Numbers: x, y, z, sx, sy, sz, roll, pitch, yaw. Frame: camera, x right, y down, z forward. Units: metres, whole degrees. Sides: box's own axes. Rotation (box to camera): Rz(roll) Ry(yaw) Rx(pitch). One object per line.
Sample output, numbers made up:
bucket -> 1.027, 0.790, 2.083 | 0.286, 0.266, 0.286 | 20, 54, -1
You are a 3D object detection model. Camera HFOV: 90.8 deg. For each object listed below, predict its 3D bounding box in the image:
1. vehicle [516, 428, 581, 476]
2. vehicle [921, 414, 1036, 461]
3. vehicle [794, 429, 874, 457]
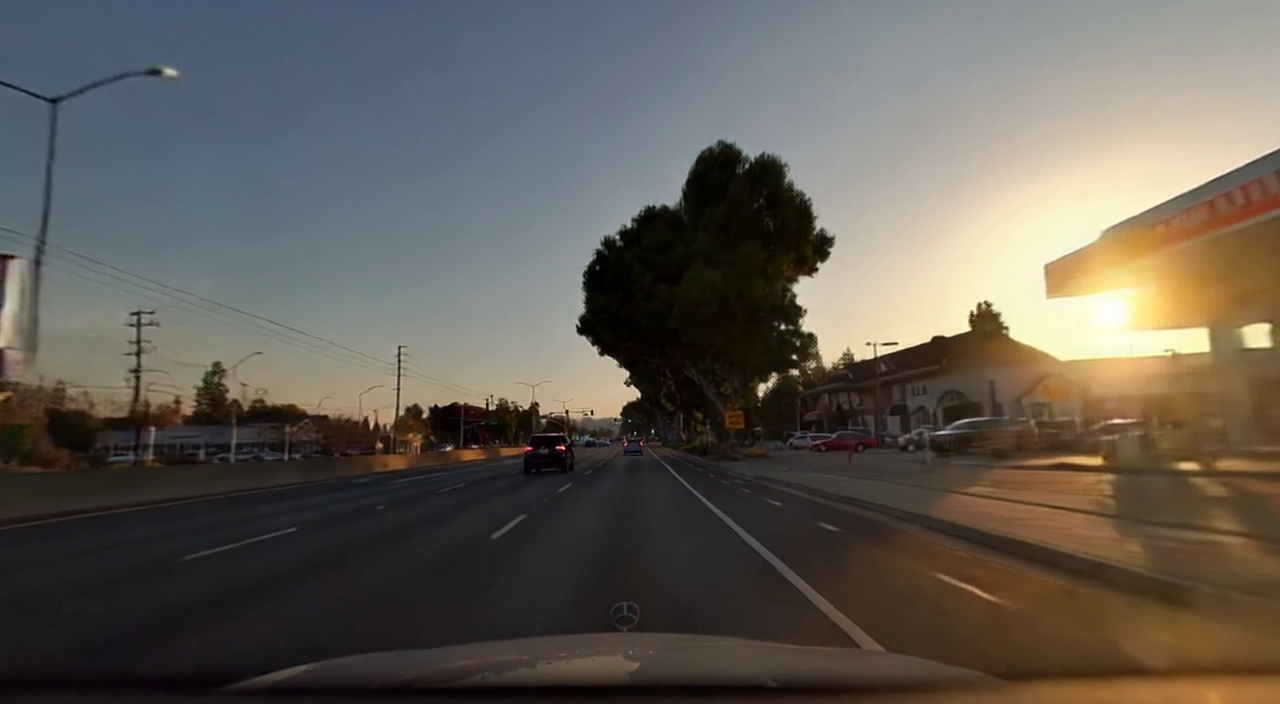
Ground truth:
vehicle -> -3.648, 4.080, 26.003 | 1.985, 1.772, 4.479 | 0, -8, 0
vehicle -> 14.347, 3.706, 27.196 | 2.041, 1.793, 5.054 | 0, -8, -2
vehicle -> 12.873, 6.069, 42.093 | 4.612, 1.491, 2.061 | -4, -8, 2
